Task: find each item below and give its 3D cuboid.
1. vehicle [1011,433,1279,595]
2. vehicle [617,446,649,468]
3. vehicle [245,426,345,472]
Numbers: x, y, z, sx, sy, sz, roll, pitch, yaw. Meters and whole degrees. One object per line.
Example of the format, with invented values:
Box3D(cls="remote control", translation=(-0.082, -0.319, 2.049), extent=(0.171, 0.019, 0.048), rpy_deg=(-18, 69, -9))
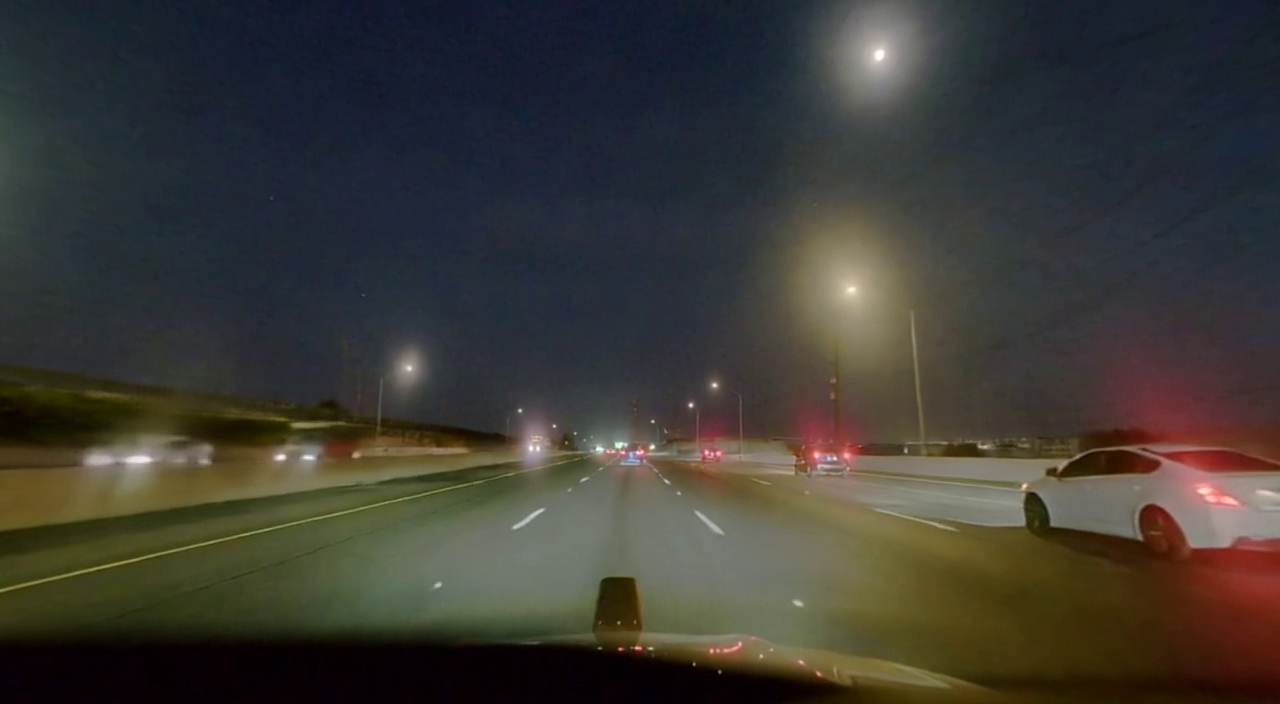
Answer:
Box3D(cls="vehicle", translation=(6.697, 1.739, 7.587), extent=(1.876, 1.451, 4.154), rpy_deg=(0, -8, -1))
Box3D(cls="vehicle", translation=(-0.517, 7.333, 44.343), extent=(2.109, 1.489, 4.027), rpy_deg=(0, -8, -1))
Box3D(cls="vehicle", translation=(-20.334, 5.756, 37.731), extent=(2.317, 2.445, 6.428), rpy_deg=(0, -8, 0))
